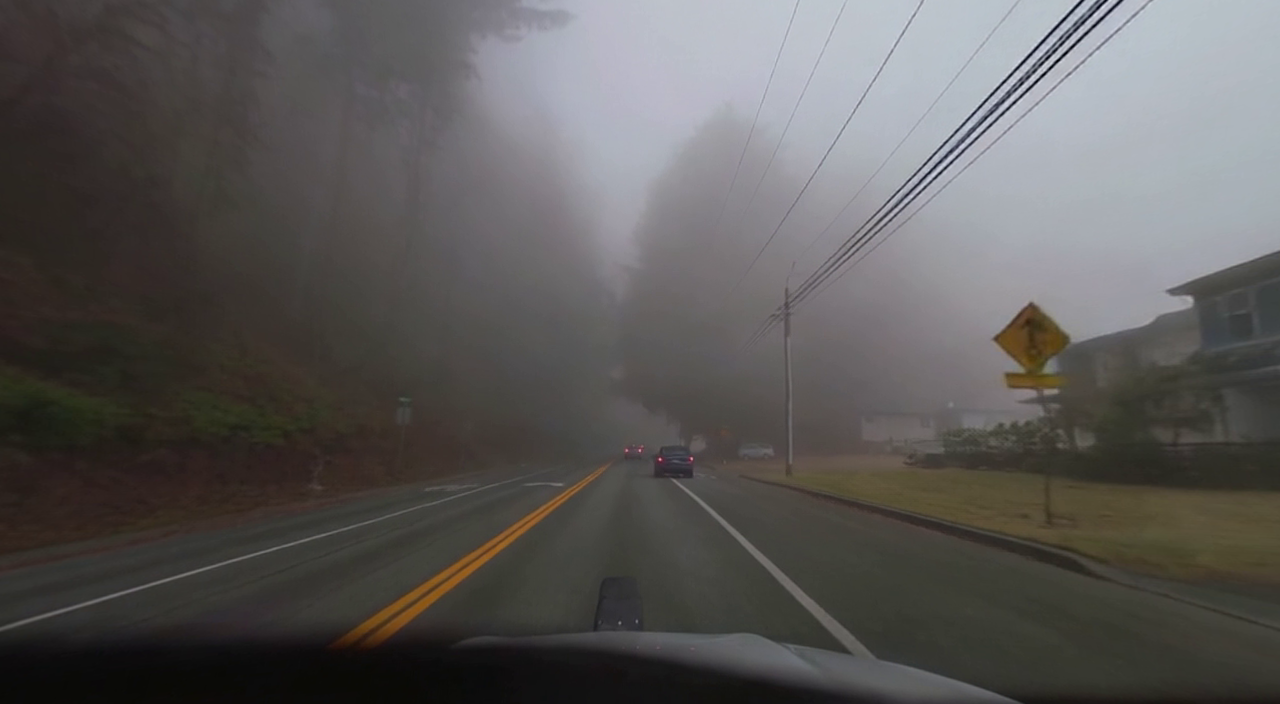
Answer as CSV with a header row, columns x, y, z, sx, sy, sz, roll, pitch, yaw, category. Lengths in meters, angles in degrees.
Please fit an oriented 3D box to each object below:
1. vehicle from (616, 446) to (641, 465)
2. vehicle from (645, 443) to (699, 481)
x,y,z,sx,sy,sz,roll,pitch,yaw,category
-0.882,8.219,49.919,1.927,1.453,3.848,0,-9,0,vehicle
1.283,4.701,27.140,1.975,1.497,3.647,0,-9,-3,vehicle
